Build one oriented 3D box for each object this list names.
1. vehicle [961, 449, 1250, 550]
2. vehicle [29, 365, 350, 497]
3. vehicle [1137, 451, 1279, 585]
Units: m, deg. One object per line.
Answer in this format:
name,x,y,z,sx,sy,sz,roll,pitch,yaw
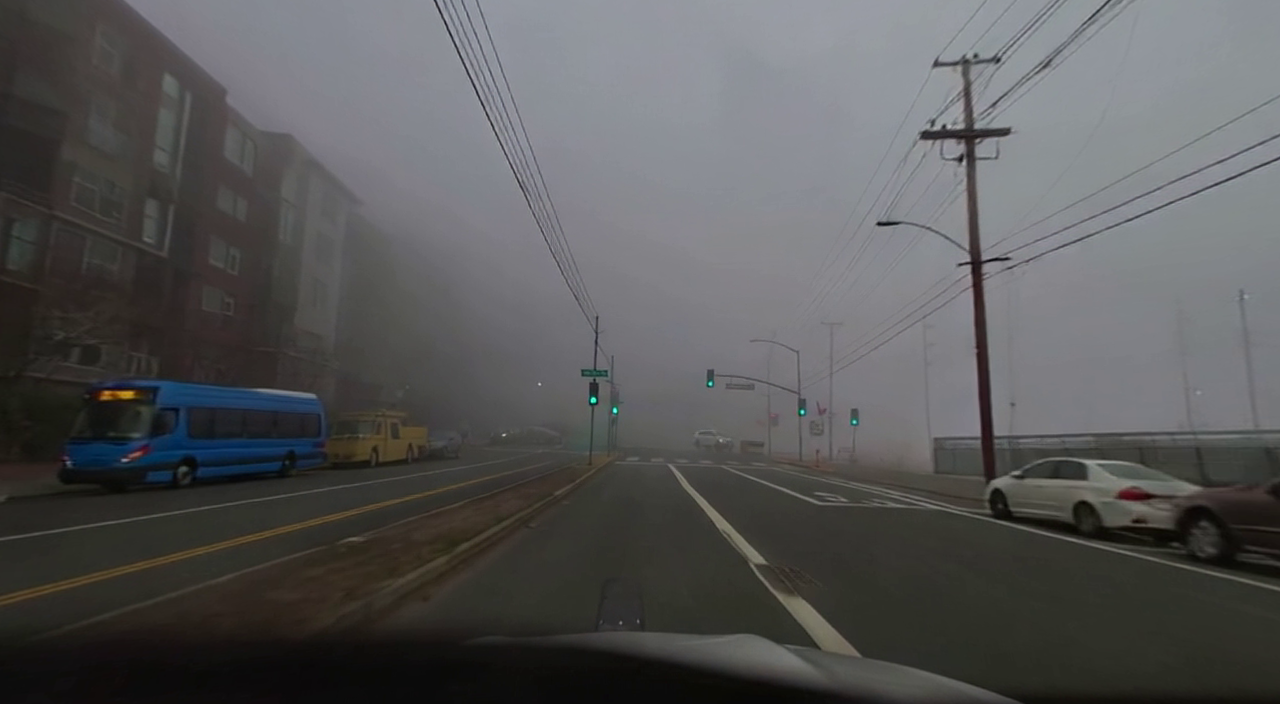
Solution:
vehicle,8.235,2.582,11.880,1.914,1.473,4.507,0,-8,-1
vehicle,-13.653,2.703,20.961,3.060,3.307,9.997,0,-8,1
vehicle,8.183,1.821,6.714,1.996,1.473,4.740,0,-8,1
